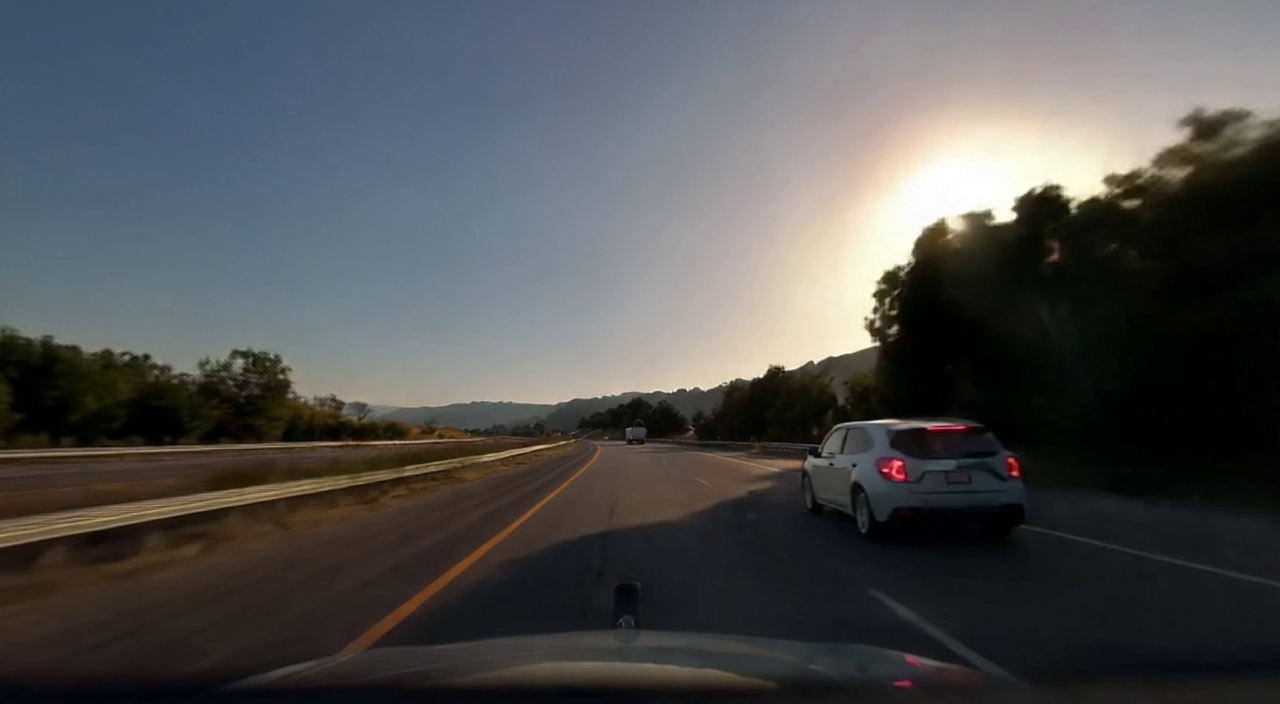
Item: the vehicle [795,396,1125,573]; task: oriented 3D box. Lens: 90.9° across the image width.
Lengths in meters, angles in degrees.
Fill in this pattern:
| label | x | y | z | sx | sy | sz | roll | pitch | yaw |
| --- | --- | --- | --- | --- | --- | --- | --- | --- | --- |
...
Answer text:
| label | x | y | z | sx | sy | sz | roll | pitch | yaw |
| --- | --- | --- | --- | --- | --- | --- | --- | --- | --- |
| vehicle | 3.548 | 1.524 | 8.089 | 1.941 | 1.655 | 4.137 | 0 | -8 | -2 |
